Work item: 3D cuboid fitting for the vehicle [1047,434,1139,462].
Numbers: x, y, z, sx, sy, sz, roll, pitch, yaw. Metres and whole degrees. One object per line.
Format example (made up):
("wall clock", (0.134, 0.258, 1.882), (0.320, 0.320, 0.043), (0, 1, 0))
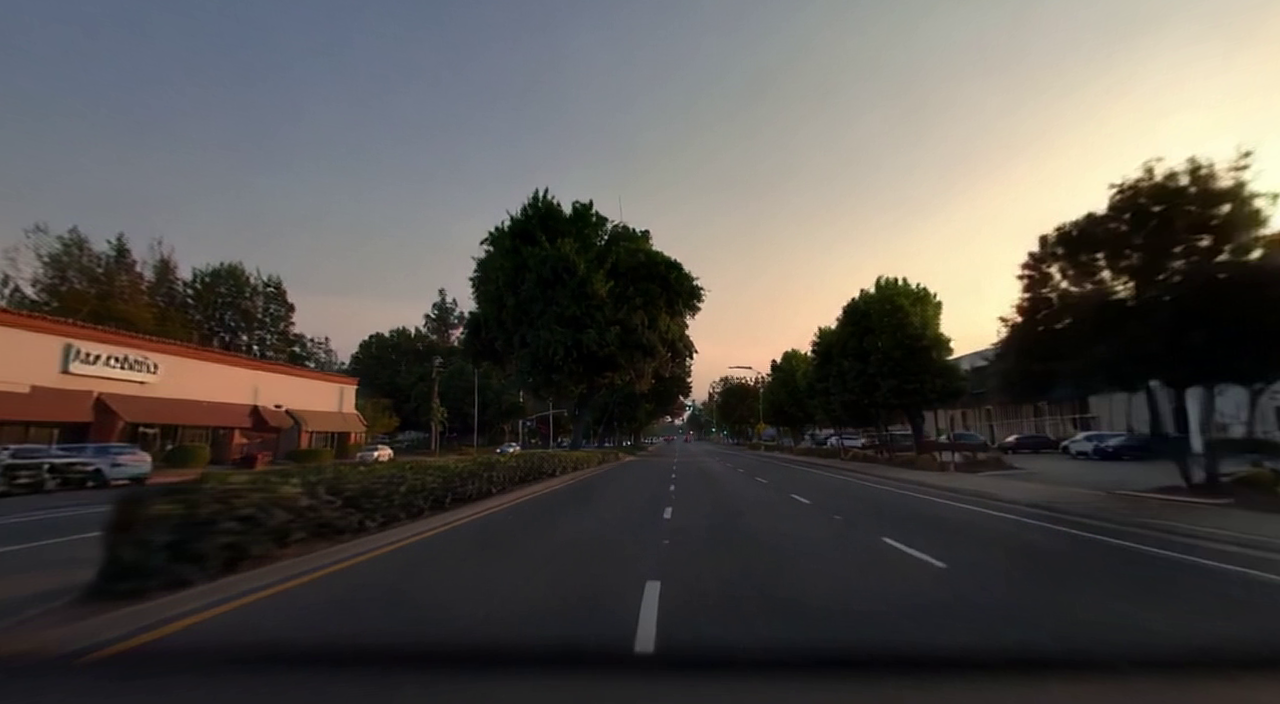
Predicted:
("vehicle", (28.049, 5.978, 39.359), (2.129, 1.652, 5.150), (0, -9, 3))

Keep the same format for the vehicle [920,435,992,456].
("vehicle", (22.343, 6.618, 44.761), (4.095, 1.386, 1.784), (0, -8, 1))

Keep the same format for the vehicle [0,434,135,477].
("vehicle", (-25.590, 4.585, 28.029), (4.620, 1.801, 2.017), (0, -9, 3))

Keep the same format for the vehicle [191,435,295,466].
("vehicle", (-27.170, 6.753, 43.502), (2.139, 1.987, 5.536), (-5, -10, 32))

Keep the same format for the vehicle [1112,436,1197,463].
("vehicle", (31.228, 5.927, 38.530), (1.825, 1.572, 4.229), (0, -9, 4))
